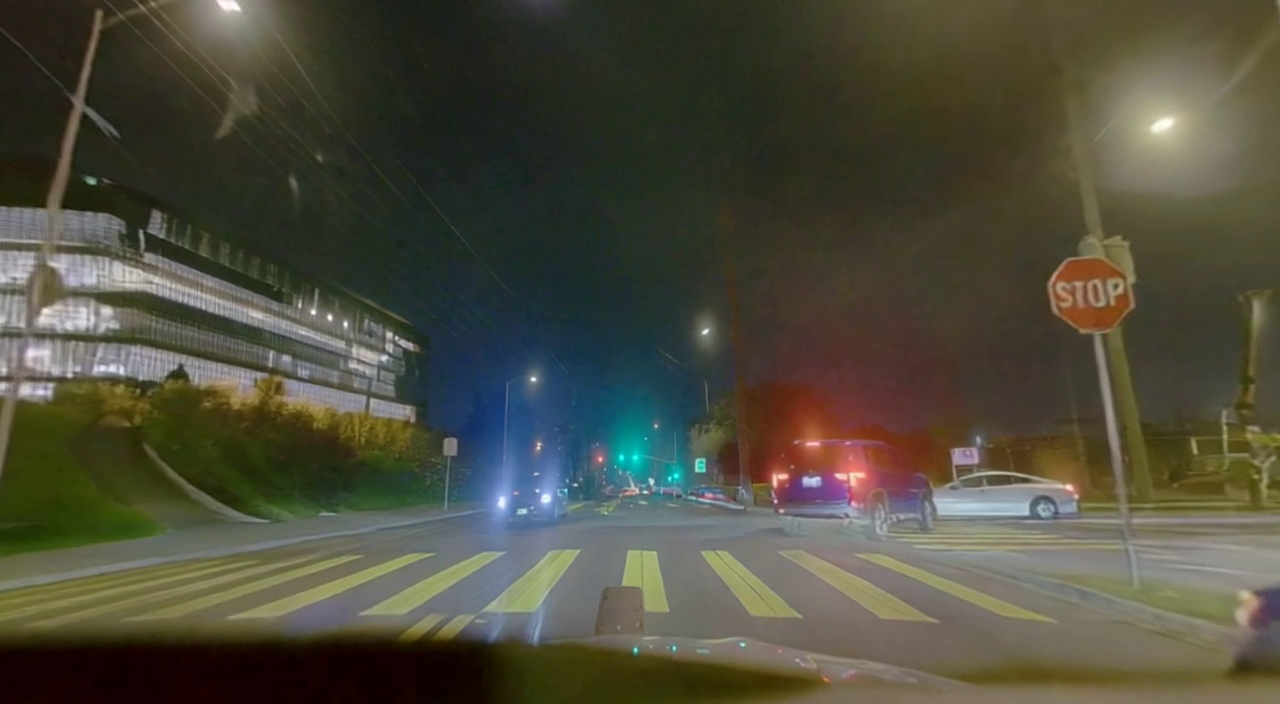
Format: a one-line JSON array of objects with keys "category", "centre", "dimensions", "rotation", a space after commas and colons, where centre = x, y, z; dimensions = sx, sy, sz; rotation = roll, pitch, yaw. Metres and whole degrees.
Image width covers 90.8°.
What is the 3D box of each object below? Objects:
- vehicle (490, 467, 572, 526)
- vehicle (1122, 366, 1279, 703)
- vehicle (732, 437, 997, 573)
[{"category": "vehicle", "centre": [-3.433, 4.634, 20.641], "dimensions": [1.911, 1.563, 4.057], "rotation": [0, -8, 0]}, {"category": "vehicle", "centre": [3.272, 0.667, 0.930], "dimensions": [1.933, 1.612, 3.941], "rotation": [0, -8, -1]}, {"category": "vehicle", "centre": [4.039, 2.400, 10.950], "dimensions": [4.872, 1.789, 2.214], "rotation": [7, -11, -42]}]
